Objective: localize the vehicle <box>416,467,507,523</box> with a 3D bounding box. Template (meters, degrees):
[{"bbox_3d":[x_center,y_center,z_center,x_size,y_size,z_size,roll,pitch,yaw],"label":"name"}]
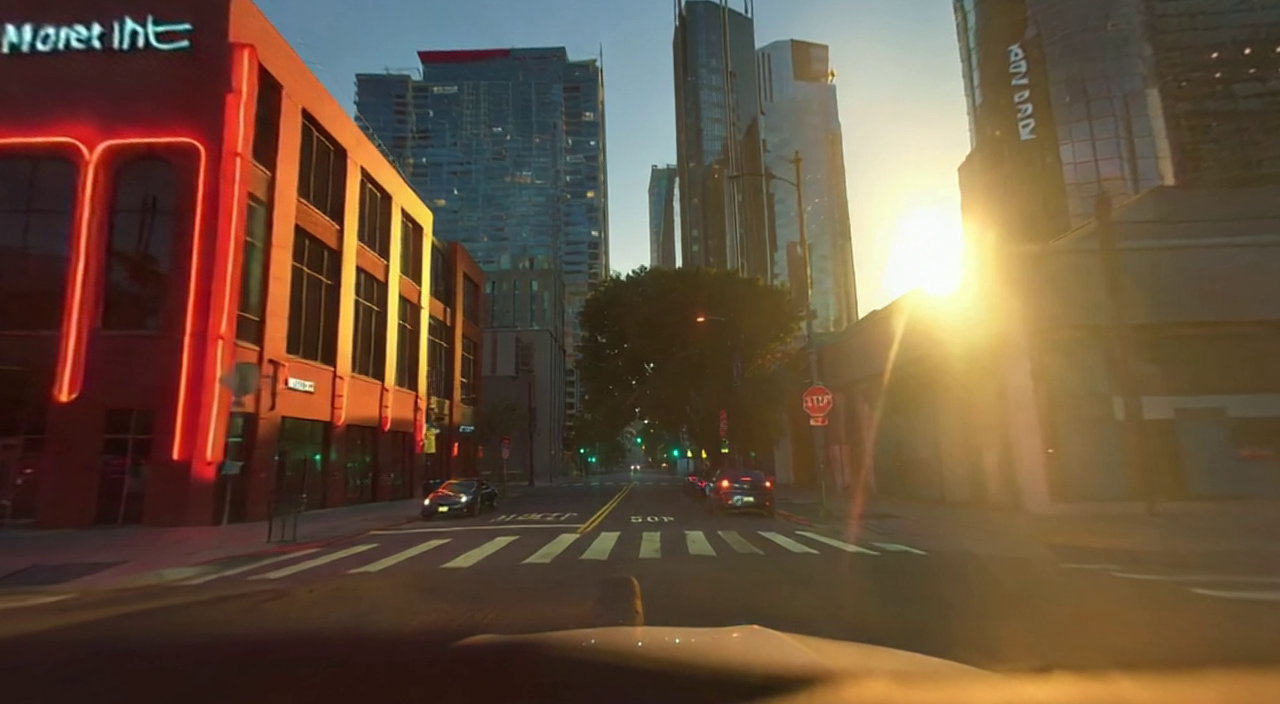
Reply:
[{"bbox_3d":[-5.536,4.473,20.113,1.864,1.447,3.887,0,-9,-2],"label":"vehicle"}]

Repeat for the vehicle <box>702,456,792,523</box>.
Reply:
[{"bbox_3d":[3.043,3.985,18.891,1.917,1.680,4.500,0,-9,0],"label":"vehicle"}]
